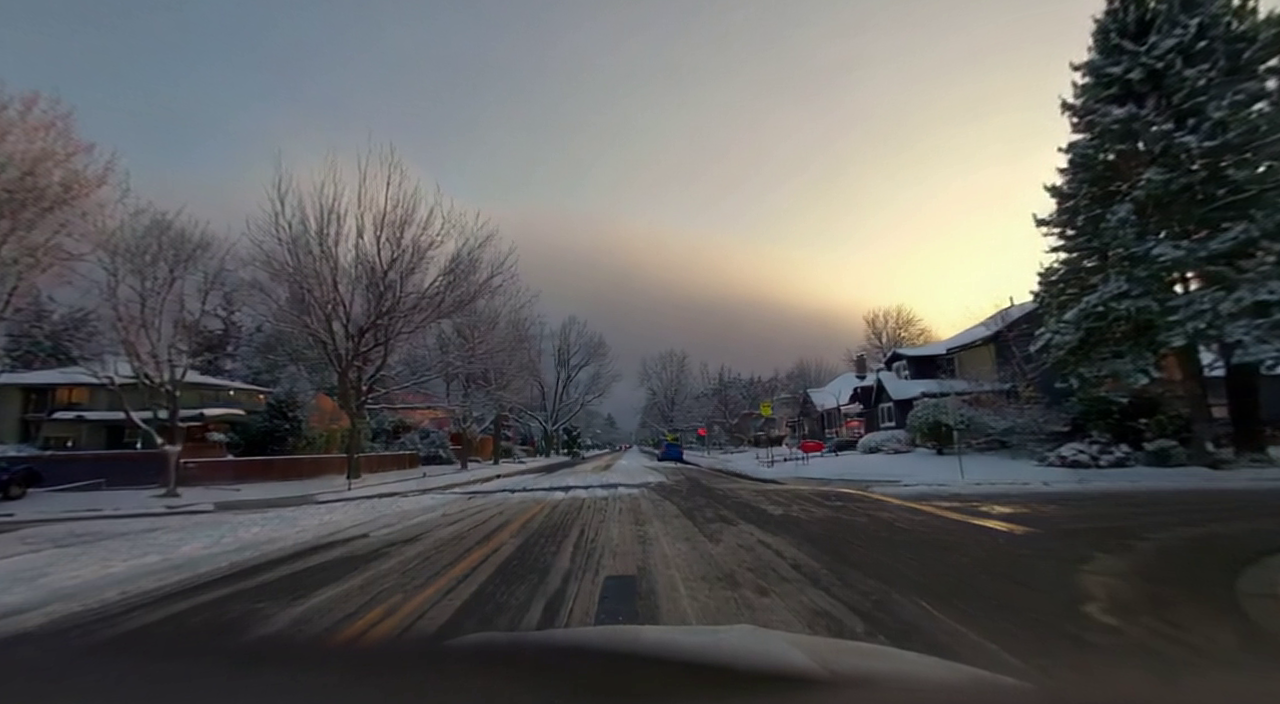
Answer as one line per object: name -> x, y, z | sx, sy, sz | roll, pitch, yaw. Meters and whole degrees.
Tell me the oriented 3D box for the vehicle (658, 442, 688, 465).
vehicle -> 2.556, 7.939, 49.580 | 2.114, 1.633, 4.042 | 0, -8, -1
